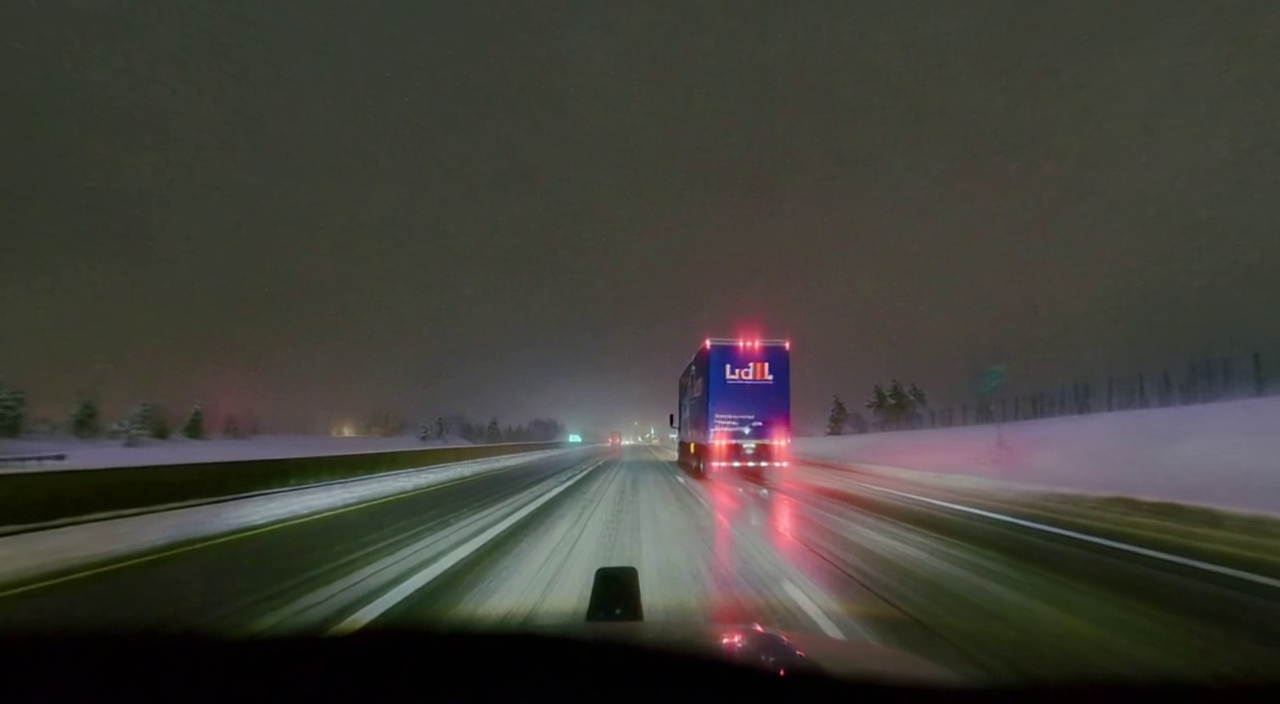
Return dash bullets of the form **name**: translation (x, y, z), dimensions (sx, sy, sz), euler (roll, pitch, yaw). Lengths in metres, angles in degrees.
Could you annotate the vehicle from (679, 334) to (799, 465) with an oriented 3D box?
- **vehicle**: translation (3.618, 2.492, 27.567), dimensions (3.034, 4.194, 14.704), euler (0, -8, 1)
